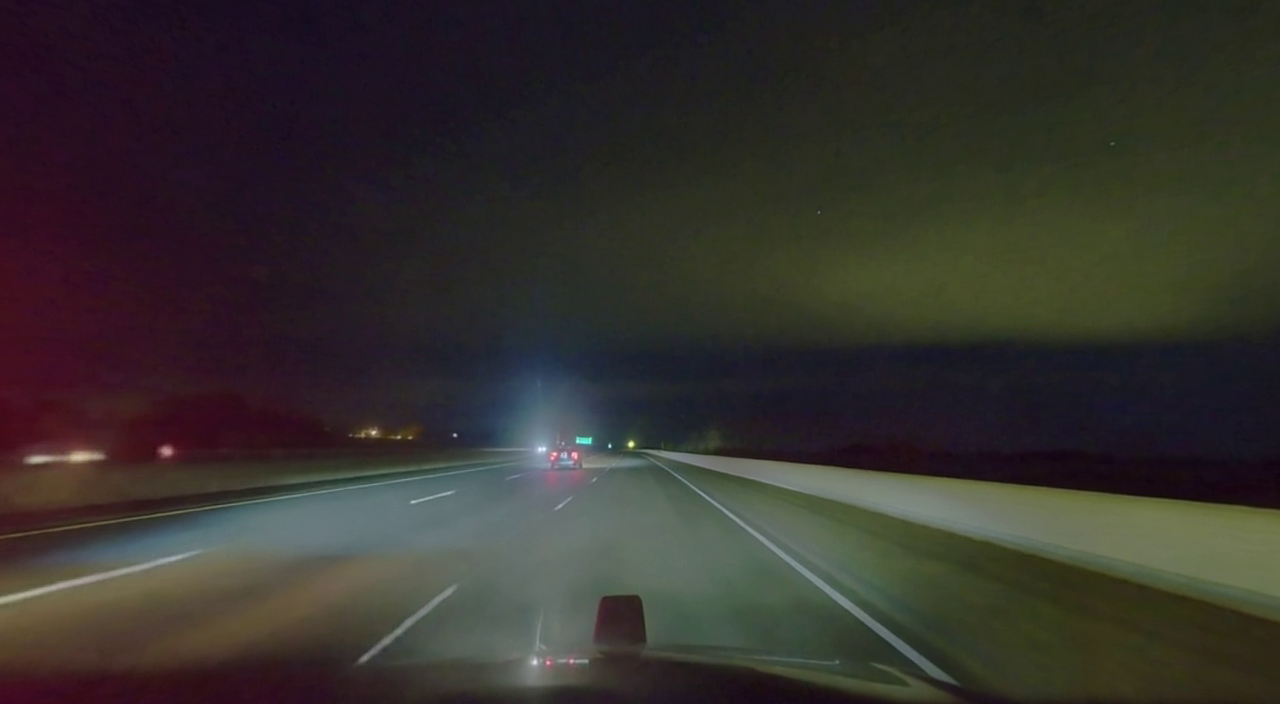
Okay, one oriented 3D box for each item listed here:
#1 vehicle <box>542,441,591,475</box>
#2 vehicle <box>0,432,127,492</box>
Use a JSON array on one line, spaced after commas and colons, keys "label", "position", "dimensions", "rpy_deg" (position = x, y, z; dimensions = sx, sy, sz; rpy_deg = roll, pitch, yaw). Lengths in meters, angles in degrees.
[{"label": "vehicle", "position": [-3.952, 5.823, 34.749], "dimensions": [2.133, 1.683, 4.340], "rpy_deg": [1, -9, 0]}, {"label": "vehicle", "position": [-17.664, 3.119, 18.121], "dimensions": [1.935, 1.531, 4.440], "rpy_deg": [1, -9, 1]}]
